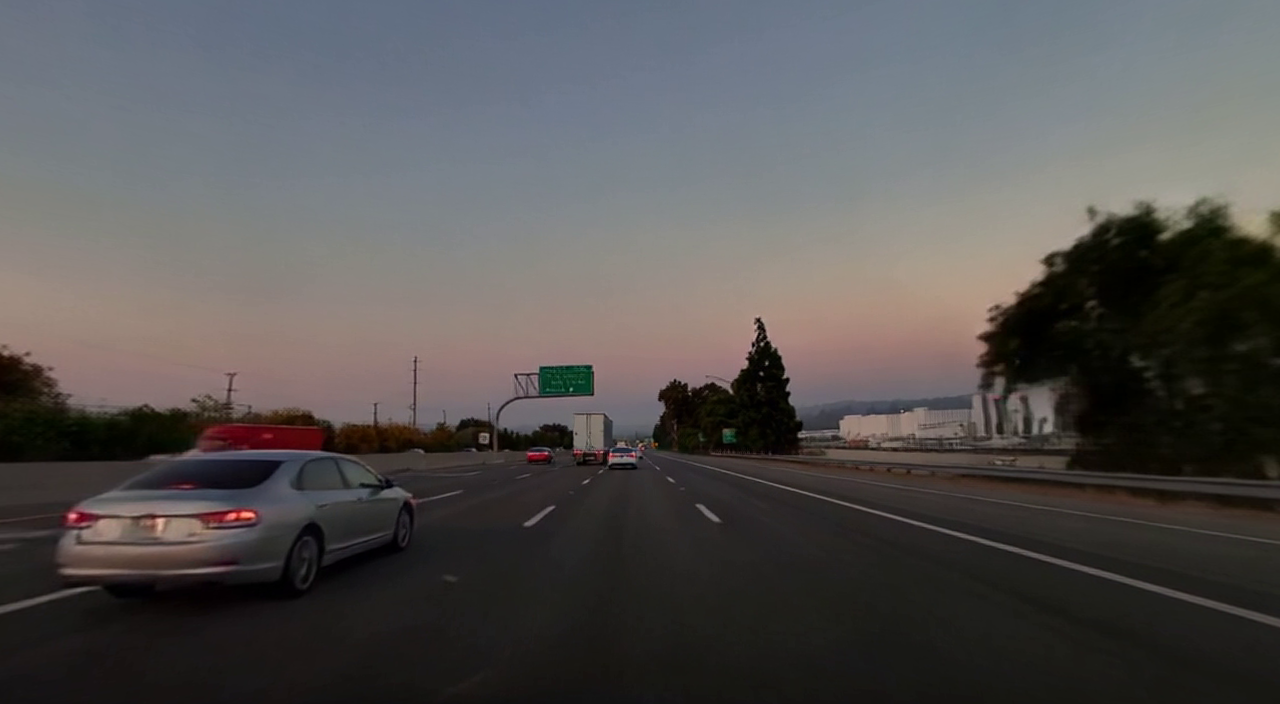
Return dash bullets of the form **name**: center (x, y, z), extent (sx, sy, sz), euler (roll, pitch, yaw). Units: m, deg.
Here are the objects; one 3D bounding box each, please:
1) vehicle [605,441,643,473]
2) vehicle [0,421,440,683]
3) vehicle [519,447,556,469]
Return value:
- **vehicle**: center (-0.864, 5.908, 35.741), extent (2.033, 1.669, 4.112), euler (0, -9, 0)
- **vehicle**: center (-3.601, 1.504, 5.947), extent (1.997, 1.507, 4.391), euler (0, -9, 0)
- **vehicle**: center (-7.475, 7.770, 46.561), extent (2.026, 1.477, 4.467), euler (0, -9, 0)
